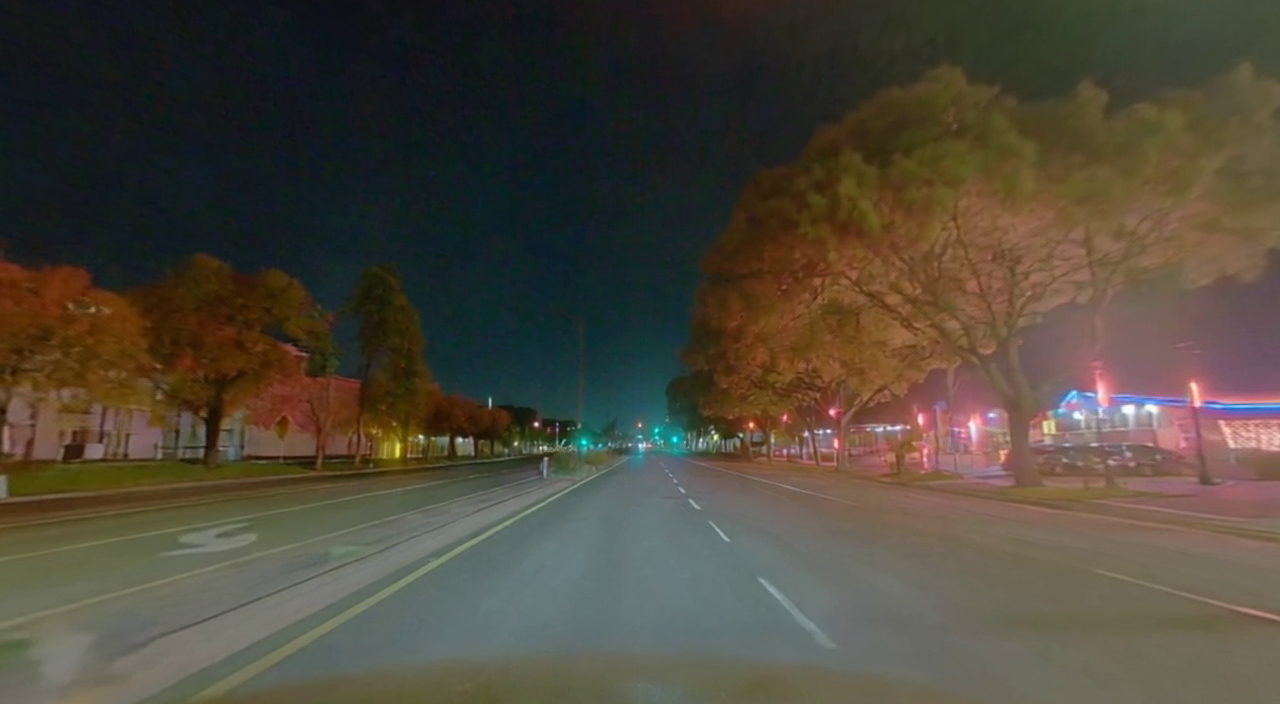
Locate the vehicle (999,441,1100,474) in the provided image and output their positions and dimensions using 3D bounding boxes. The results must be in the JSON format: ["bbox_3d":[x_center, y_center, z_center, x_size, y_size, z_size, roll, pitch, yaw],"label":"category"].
[{"bbox_3d":[21.219,5.497,32.987,1.981,1.575,4.376,0,-9,-6],"label":"vehicle"}]

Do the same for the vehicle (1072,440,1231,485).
[{"bbox_3d":[19.878,4.286,24.680,4.468,1.635,2.017,0,-8,-2],"label":"vehicle"}]
